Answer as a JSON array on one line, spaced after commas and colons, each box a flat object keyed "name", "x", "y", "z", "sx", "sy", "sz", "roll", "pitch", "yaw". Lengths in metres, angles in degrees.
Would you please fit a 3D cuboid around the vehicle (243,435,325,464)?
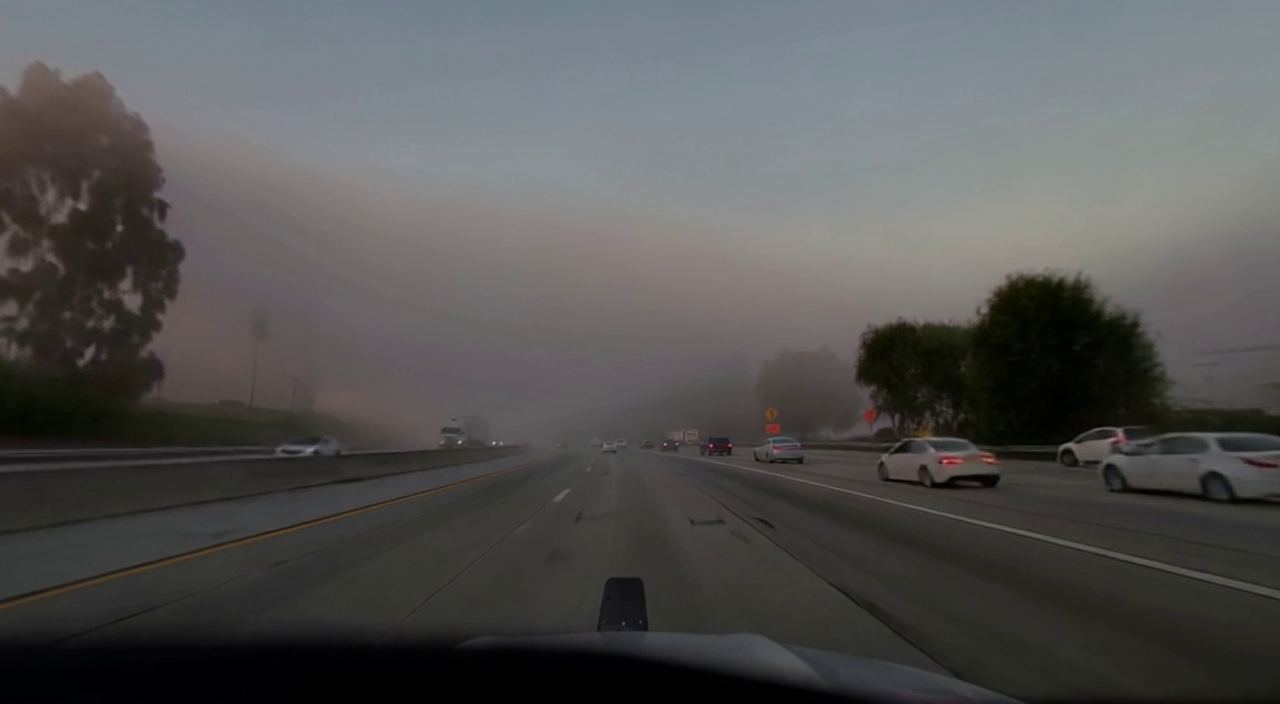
[{"name": "vehicle", "x": -19.539, "y": 5.382, "z": 34.846, "sx": 1.911, "sy": 1.468, "sz": 4.695, "roll": 0, "pitch": -8, "yaw": -2}]

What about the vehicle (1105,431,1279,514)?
[{"name": "vehicle", "x": 13.146, "y": 2.608, "z": 14.164, "sx": 1.903, "sy": 1.571, "sz": 4.455, "roll": 0, "pitch": -8, "yaw": -1}]

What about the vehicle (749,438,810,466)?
[{"name": "vehicle", "x": 7.718, "y": 5.575, "z": 35.334, "sx": 2.080, "sy": 1.457, "sz": 4.404, "roll": 0, "pitch": -8, "yaw": -5}]

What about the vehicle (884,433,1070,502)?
[{"name": "vehicle", "x": 8.326, "y": 2.876, "z": 16.212, "sx": 2.092, "sy": 1.478, "sz": 4.647, "roll": 0, "pitch": -8, "yaw": -2}]

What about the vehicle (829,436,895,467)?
[{"name": "vehicle", "x": 12.185, "y": 5.468, "z": 34.856, "sx": 1.864, "sy": 1.574, "sz": 4.059, "roll": 0, "pitch": -8, "yaw": -5}]
